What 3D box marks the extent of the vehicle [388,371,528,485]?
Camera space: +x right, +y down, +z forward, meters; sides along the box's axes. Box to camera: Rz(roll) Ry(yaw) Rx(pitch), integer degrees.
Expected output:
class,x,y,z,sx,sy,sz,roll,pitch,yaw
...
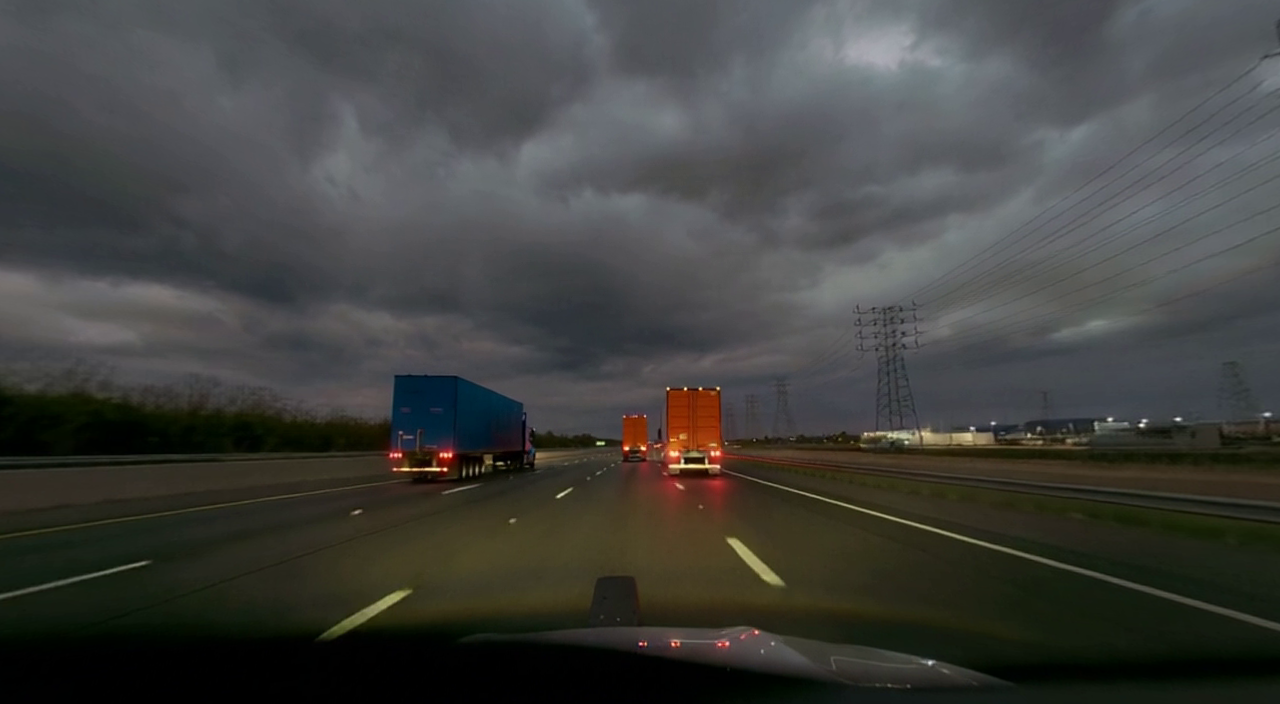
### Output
class,x,y,z,sx,sy,sz,roll,pitch,yaw
vehicle,-7.352,3.479,27.771,2.937,3.981,11.119,0,-9,0
